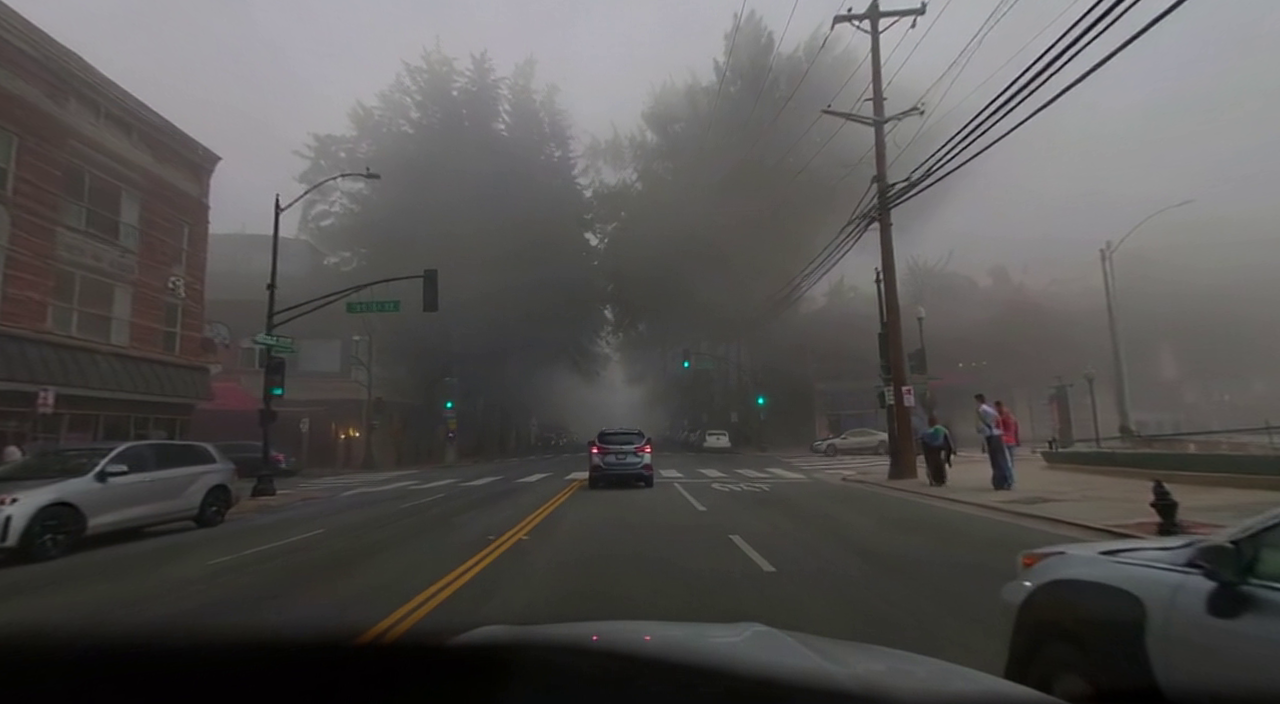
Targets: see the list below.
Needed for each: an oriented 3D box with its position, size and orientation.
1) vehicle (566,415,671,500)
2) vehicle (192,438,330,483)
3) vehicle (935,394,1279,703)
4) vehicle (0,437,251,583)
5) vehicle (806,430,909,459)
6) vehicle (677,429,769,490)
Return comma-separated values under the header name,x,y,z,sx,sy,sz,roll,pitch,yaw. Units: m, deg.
name,x,y,z,sx,sy,sz,roll,pitch,yaw
vehicle,-0.525,2.698,16.461,2.301,1.854,4.919,0,-8,-1
vehicle,-17.638,5.052,29.602,5.037,2.002,2.173,0,-8,0
vehicle,2.828,0.808,1.459,2.146,1.457,4.439,0,-8,0
vehicle,-9.775,2.515,11.053,2.048,1.985,6.011,0,-8,0
vehicle,11.365,4.866,33.272,4.713,1.493,1.875,0,-8,-2
vehicle,2.289,3.114,18.573,1.998,1.580,4.015,0,-8,-2
